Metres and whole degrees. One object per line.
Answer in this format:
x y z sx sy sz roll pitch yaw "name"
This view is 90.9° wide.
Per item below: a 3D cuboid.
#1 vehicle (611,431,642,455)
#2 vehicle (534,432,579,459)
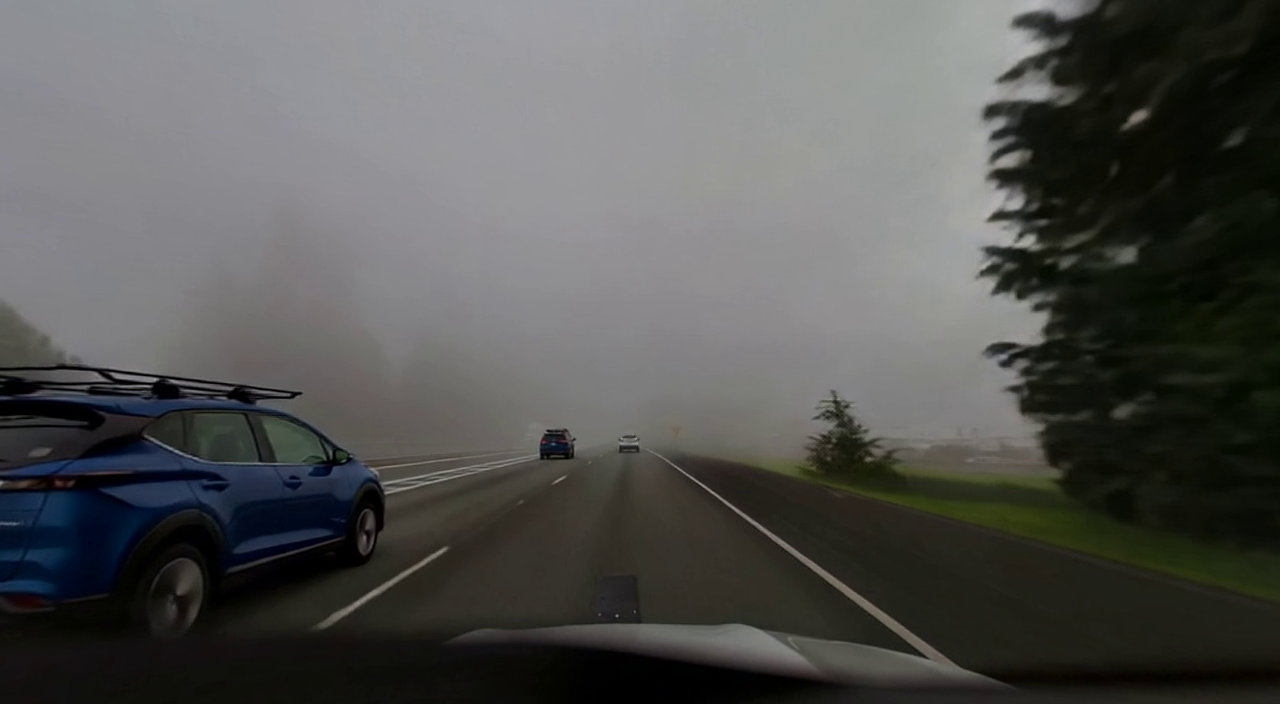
-0.949 6.612 45.876 2.151 1.618 3.898 0 -8 -1 "vehicle"
-5.081 5.732 38.903 2.189 1.580 4.607 0 -8 -1 "vehicle"
